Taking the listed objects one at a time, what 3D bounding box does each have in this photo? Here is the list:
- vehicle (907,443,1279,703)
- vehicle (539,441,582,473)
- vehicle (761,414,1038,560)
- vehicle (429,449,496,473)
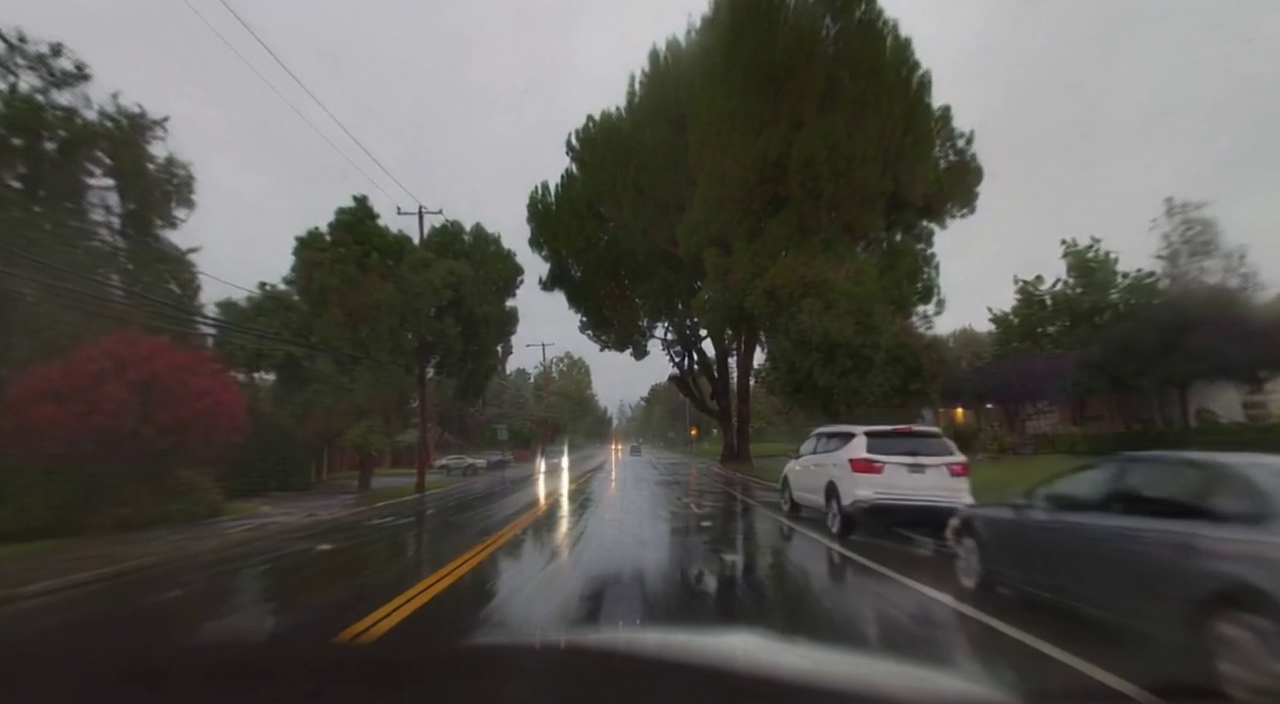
[{"bbox_3d":[3.926,1.386,4.616,1.874,1.415,4.683,0,-9,0],"label":"vehicle"},{"bbox_3d":[-4.986,6.660,40.348,2.059,1.840,5.317,0,-9,0],"label":"vehicle"},{"bbox_3d":[3.714,2.043,10.399,2.310,1.784,4.993,0,-9,-2],"label":"vehicle"},{"bbox_3d":[-13.920,8.549,49.731,4.607,1.772,2.261,0,-9,-1],"label":"vehicle"}]
